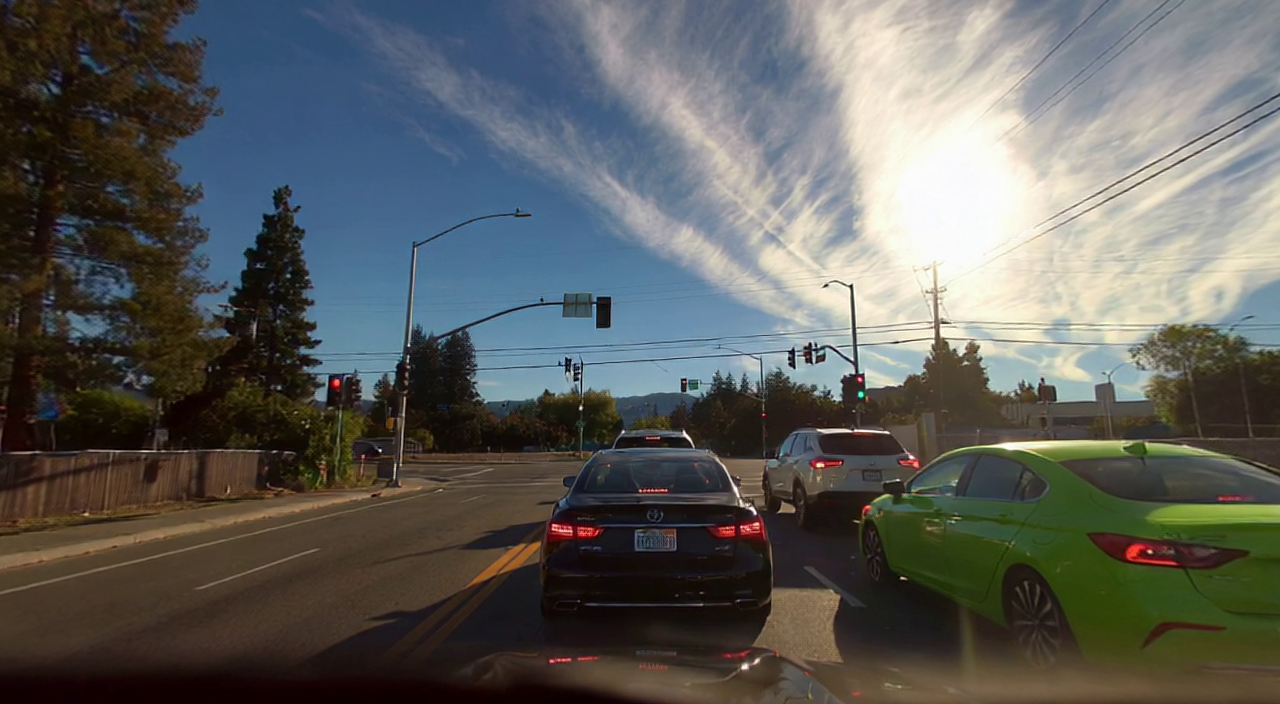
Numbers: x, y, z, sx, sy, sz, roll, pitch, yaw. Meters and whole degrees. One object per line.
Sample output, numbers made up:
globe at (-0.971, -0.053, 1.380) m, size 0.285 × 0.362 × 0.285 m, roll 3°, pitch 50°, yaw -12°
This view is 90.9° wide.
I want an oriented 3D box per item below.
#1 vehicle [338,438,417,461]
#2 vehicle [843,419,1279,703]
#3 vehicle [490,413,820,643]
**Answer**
vehicle at (-17.237, 6.407, 41.462) m, size 4.406 × 1.458 × 1.892 m, roll -1°, pitch -8°, yaw 7°
vehicle at (3.086, 1.249, 4.141) m, size 2.027 × 1.432 × 4.431 m, roll 0°, pitch -8°, yaw 0°
vehicle at (0.064, 1.485, 6.417) m, size 2.170 × 1.497 × 4.369 m, roll 0°, pitch -8°, yaw -1°
